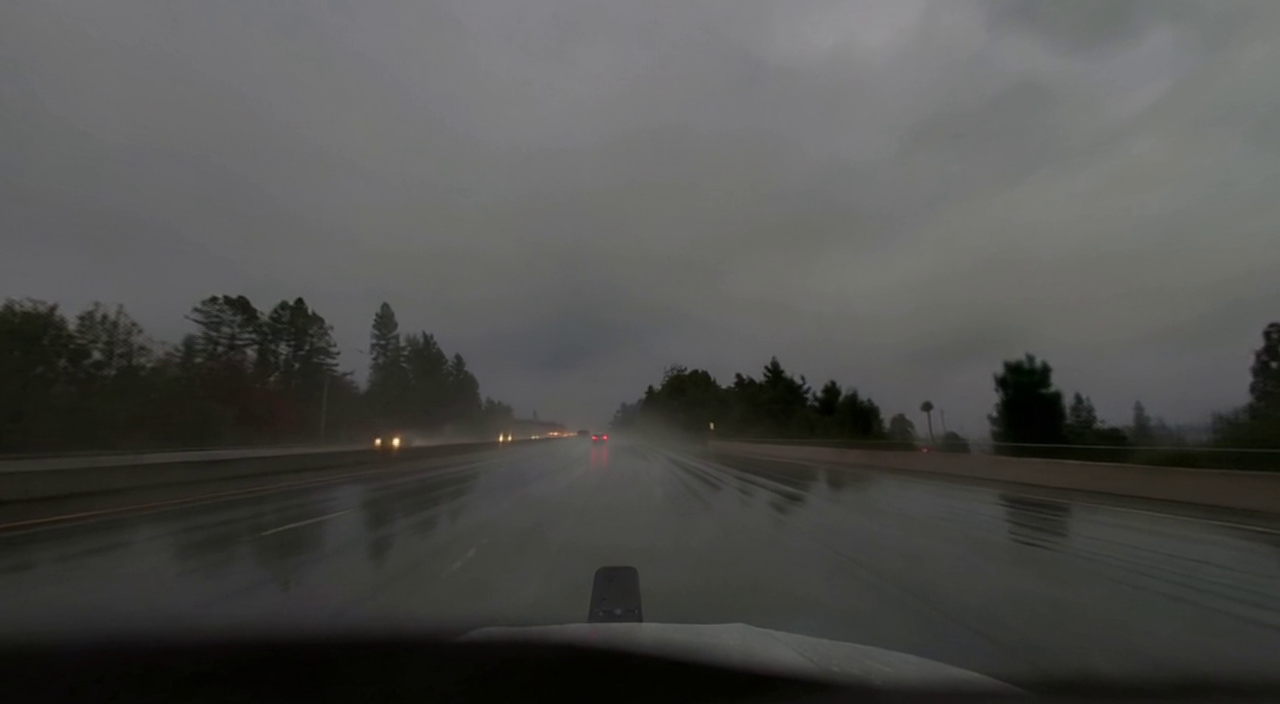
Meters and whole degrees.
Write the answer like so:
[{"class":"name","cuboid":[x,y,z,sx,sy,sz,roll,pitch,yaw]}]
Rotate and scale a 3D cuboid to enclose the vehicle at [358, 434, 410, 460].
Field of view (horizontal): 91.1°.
[{"class":"vehicle","cuboid":[-19.665,7.290,48.490,2.079,1.881,4.761,0,-8,-1]}]
